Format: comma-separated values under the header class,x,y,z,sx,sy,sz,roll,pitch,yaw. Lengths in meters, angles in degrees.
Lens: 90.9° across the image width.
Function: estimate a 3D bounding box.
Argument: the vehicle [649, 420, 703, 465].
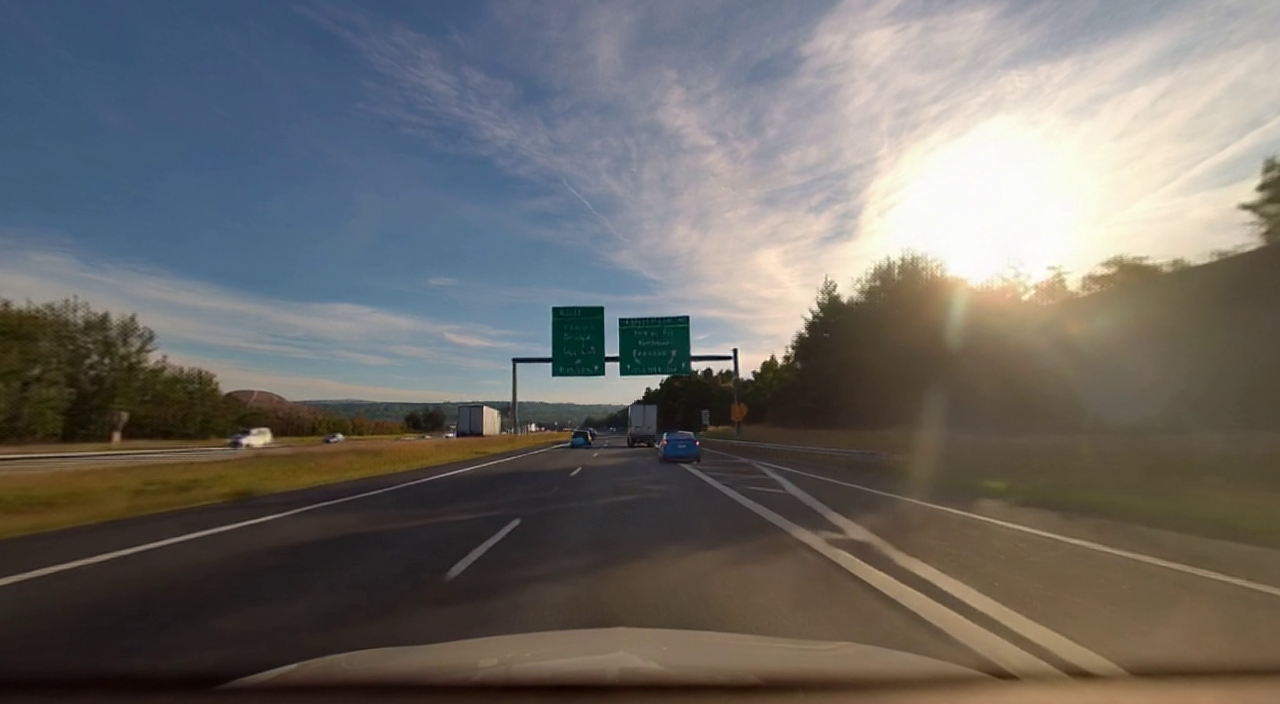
class,x,y,z,sx,sy,sz,roll,pitch,yaw
vehicle,1.584,4.173,29.201,2.076,1.914,4.287,0,-8,-2
